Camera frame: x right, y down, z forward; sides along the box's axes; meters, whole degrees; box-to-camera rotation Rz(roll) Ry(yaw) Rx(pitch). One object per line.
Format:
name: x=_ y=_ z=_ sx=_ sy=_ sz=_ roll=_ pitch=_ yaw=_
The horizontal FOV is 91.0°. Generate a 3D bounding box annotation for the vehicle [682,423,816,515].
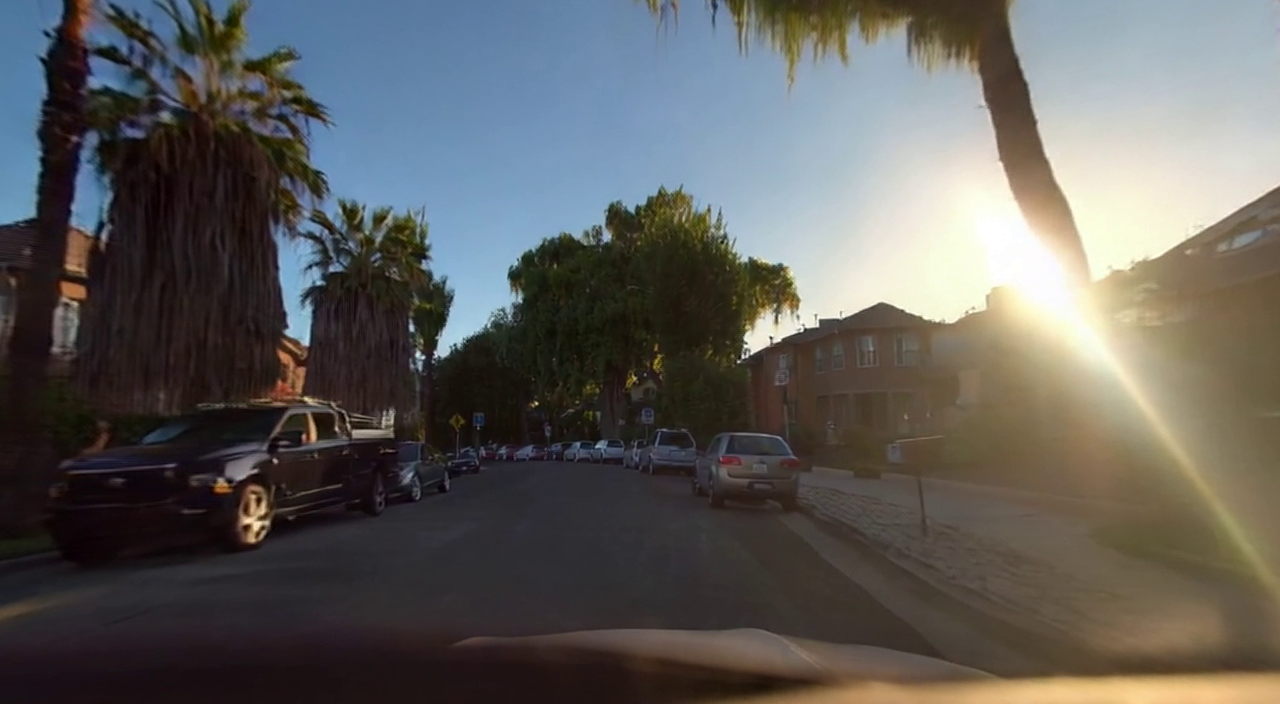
vehicle: x=2.124 y=2.459 z=13.733 sx=2.076 sy=1.658 sz=4.604 roll=0 pitch=-8 yaw=0

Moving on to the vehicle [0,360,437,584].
vehicle: x=-5.557 y=1.639 z=9.491 sx=2.624 sy=2.178 sz=6.522 roll=0 pitch=-8 yaw=2

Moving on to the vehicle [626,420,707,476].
vehicle: x=0.930 y=3.807 z=25.110 sx=2.139 sy=1.997 sz=4.864 roll=2 pitch=-9 yaw=-11

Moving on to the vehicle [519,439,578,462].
vehicle: x=-6.591 y=6.980 z=44.798 sx=2.108 sy=1.503 sz=4.977 roll=6 pitch=-10 yaw=-35
